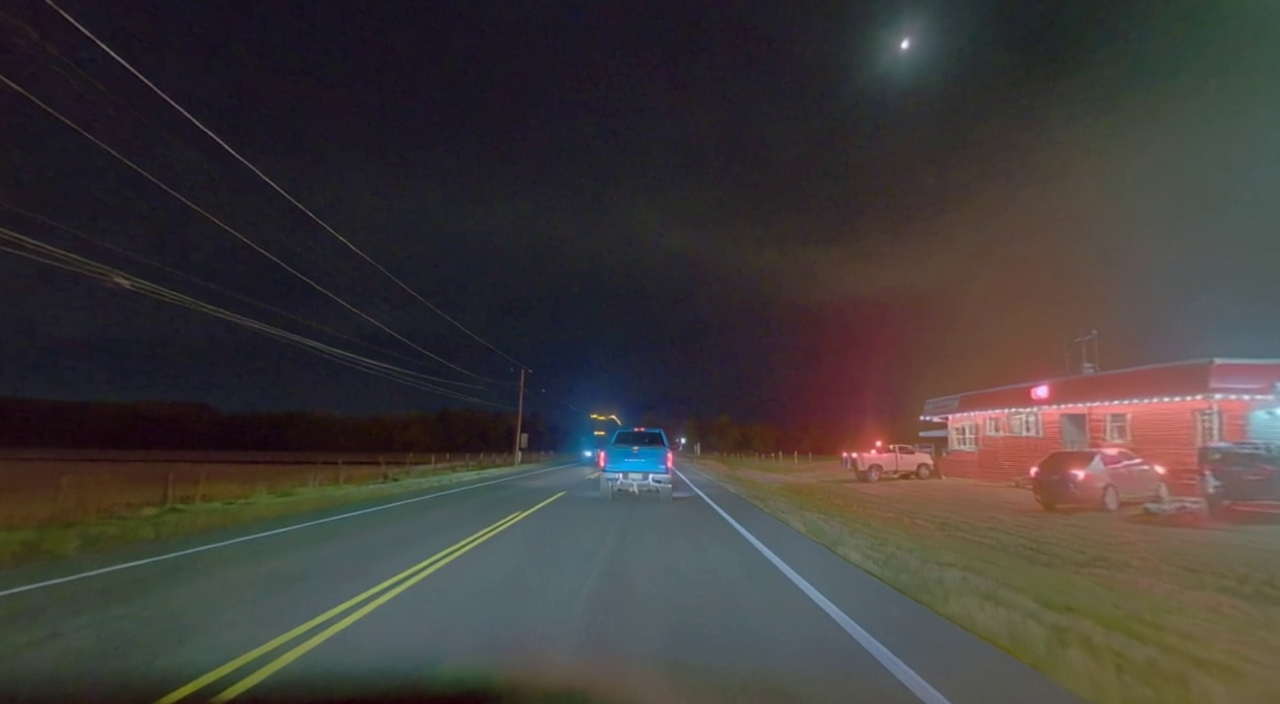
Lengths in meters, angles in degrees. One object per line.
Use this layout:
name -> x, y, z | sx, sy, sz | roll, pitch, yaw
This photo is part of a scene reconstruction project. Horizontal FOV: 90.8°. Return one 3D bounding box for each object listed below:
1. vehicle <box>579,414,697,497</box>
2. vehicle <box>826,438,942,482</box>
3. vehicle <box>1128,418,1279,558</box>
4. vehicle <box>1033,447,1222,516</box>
vehicle -> -0.022, 3.124, 19.457 | 2.921, 2.031, 7.416 | 0, -8, 0
vehicle -> 10.868, 4.698, 27.944 | 5.304, 1.754, 2.340 | 7, -11, -38
vehicle -> 11.167, 2.236, 10.989 | 5.776, 1.936, 2.535 | 6, -8, -35
vehicle -> 12.052, 3.086, 15.577 | 4.571, 1.451, 1.906 | 5, -10, -29
